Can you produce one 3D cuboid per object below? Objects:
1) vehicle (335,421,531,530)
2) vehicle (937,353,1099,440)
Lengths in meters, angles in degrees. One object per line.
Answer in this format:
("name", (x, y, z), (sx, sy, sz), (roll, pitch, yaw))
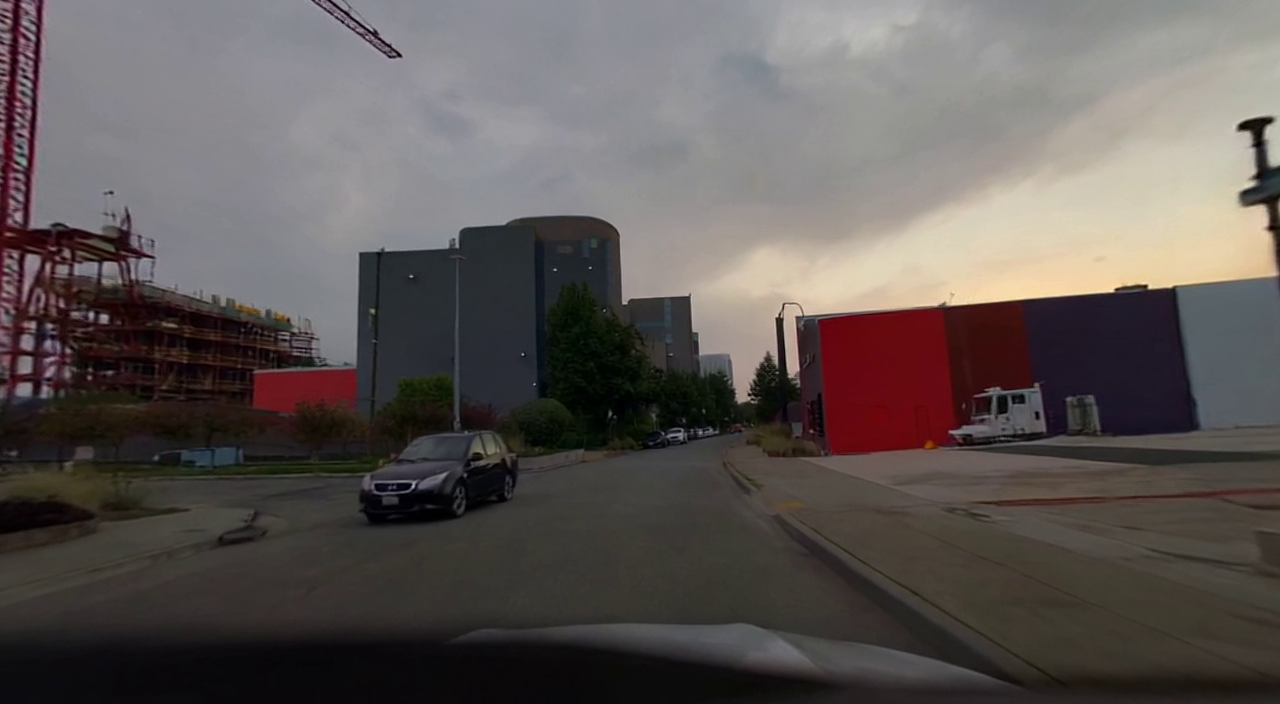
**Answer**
("vehicle", (-3.575, 2.174, 11.846), (1.967, 1.646, 4.192), (-1, -7, 5))
("vehicle", (19.103, 2.596, 32.913), (3.031, 3.863, 9.734), (-1, -7, 5))
